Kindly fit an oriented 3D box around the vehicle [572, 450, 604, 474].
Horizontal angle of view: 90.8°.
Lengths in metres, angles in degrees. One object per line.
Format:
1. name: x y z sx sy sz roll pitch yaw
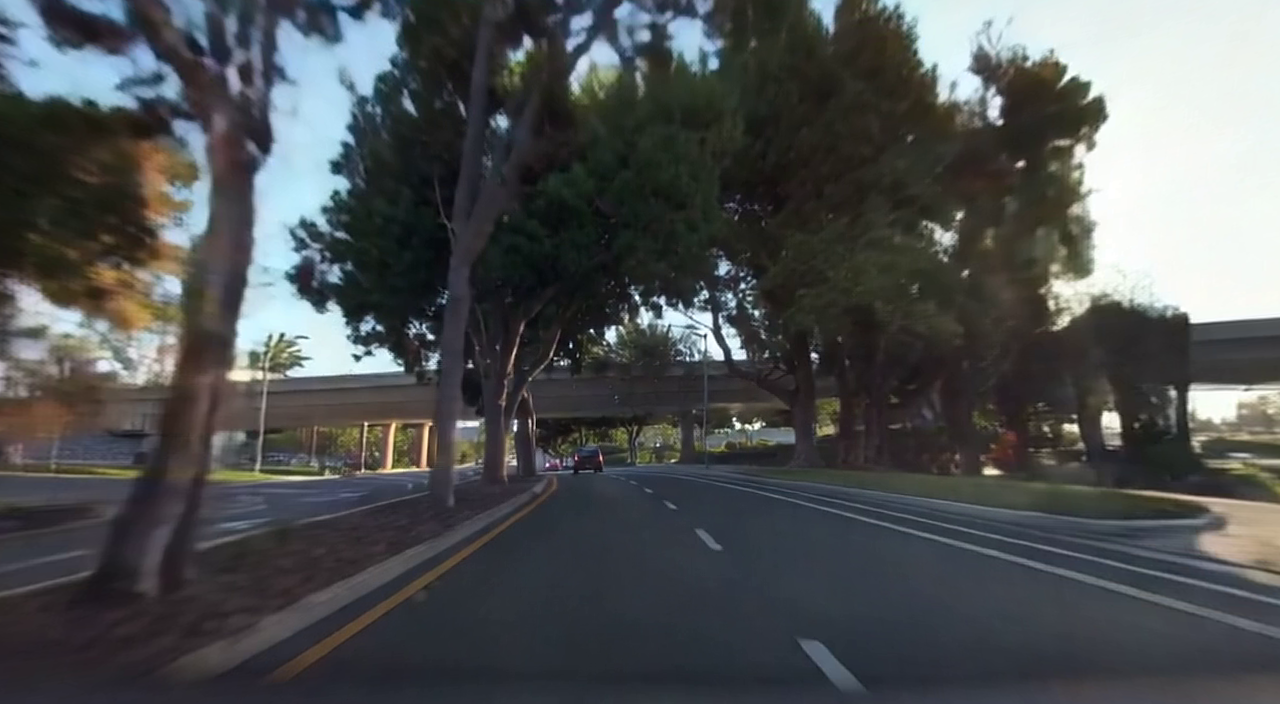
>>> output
1. vehicle: -4.030 8.394 48.402 2.184 1.713 4.231 1 -9 -9
